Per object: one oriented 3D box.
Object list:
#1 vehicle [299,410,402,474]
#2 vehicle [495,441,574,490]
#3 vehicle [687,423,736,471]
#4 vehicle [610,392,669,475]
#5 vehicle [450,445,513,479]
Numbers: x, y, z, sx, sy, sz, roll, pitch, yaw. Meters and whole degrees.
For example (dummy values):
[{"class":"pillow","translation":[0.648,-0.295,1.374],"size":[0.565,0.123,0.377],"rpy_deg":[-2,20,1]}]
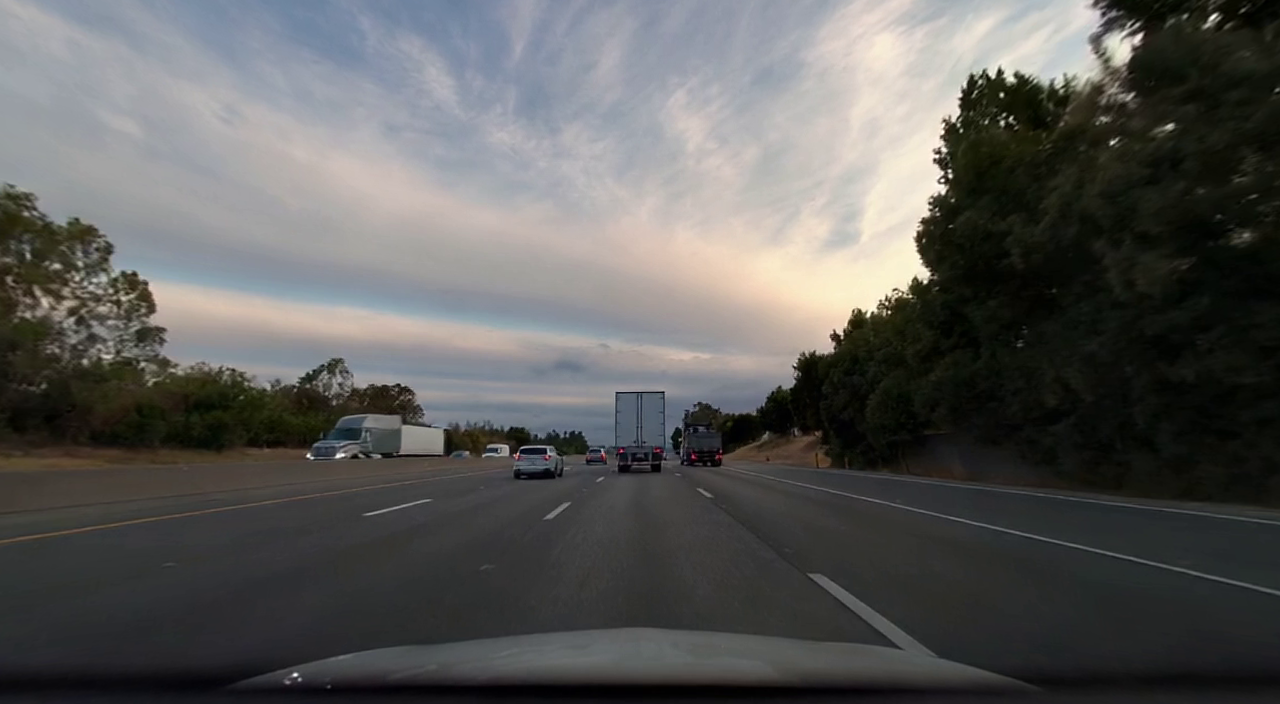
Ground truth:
[{"class":"vehicle","translation":[-18.373,5.844,40.678],"size":[3.084,3.687,7.389],"rpy_deg":[0,-9,-1]},{"class":"vehicle","translation":[-3.569,3.928,22.117],"size":[2.061,1.555,3.900],"rpy_deg":[0,-9,0]},{"class":"vehicle","translation":[4.556,6.138,40.699],"size":[2.565,2.902,3.798],"rpy_deg":[0,-9,-2]},{"class":"vehicle","translation":[-0.119,4.946,37.118],"size":[2.875,4.056,12.312],"rpy_deg":[0,-9,-1]},{"class":"vehicle","translation":[-7.362,5.163,29.689],"size":[1.926,1.482,3.959],"rpy_deg":[0,-9,1]}]
